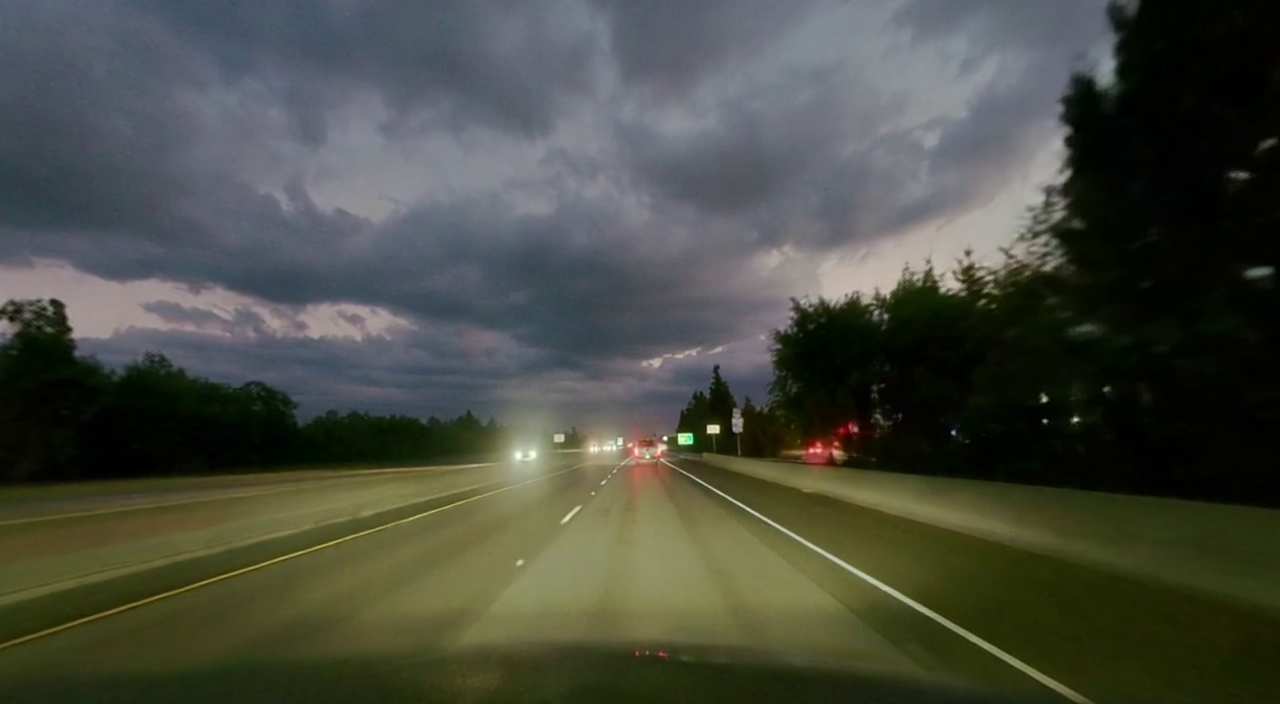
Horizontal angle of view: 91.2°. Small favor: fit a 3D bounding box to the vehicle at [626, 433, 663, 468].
[{"bbox_3d":[0.302,6.383,40.711,2.268,2.122,4.595,-1,-9,1],"label":"vehicle"}]
